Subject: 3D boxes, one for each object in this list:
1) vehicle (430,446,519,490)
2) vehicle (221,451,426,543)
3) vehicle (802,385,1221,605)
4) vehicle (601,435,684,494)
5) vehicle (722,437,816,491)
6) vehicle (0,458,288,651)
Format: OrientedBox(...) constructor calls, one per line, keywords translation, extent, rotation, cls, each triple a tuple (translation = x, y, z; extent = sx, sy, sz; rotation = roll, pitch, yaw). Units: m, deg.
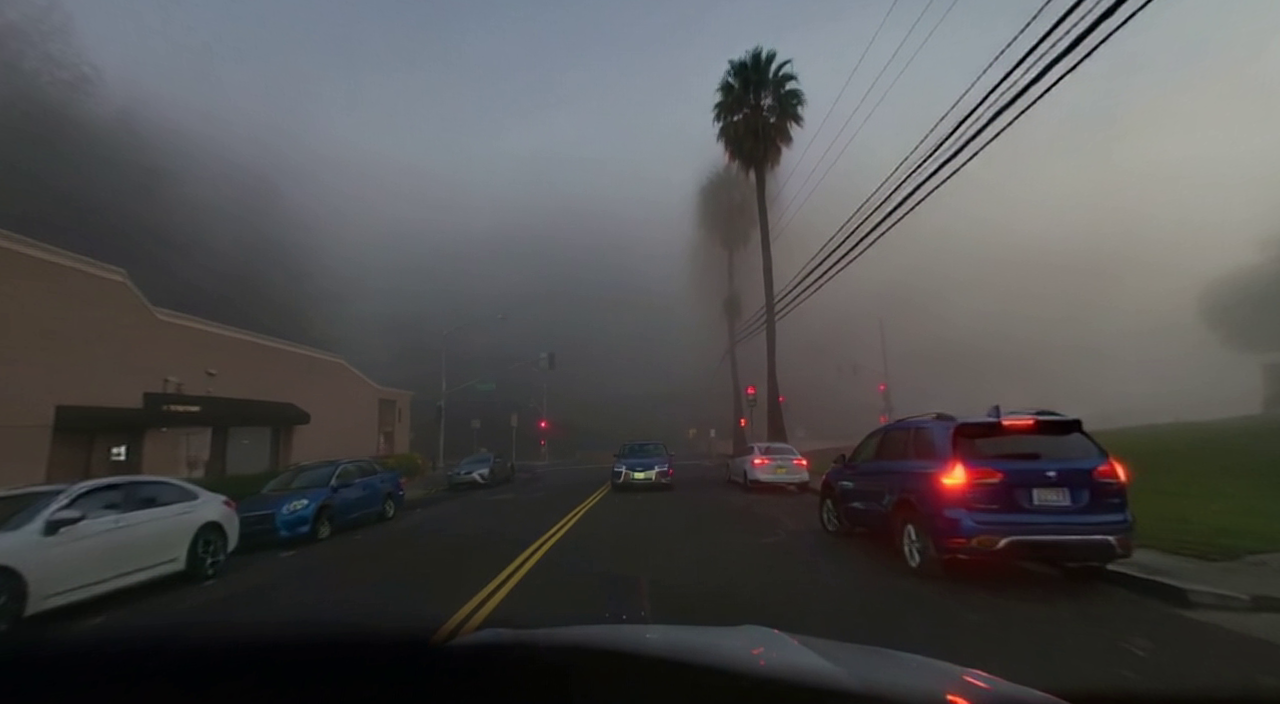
OrientedBox(translation=(-6.228, 4.410, 24.418), extent=(2.105, 1.469, 4.693), rotation=(0, -8, 1), cls="vehicle")
OrientedBox(translation=(-6.131, 2.810, 12.963), extent=(1.850, 1.482, 4.454), rotation=(0, -8, 1), cls="vehicle")
OrientedBox(translation=(3.697, 1.539, 7.815), extent=(2.099, 1.786, 5.198), rotation=(0, -8, 1), cls="vehicle")
OrientedBox(translation=(0.056, 3.100, 17.722), extent=(2.060, 1.452, 4.078), rotation=(0, -8, 0), cls="vehicle")
OrientedBox(translation=(3.680, 3.273, 18.830), extent=(1.821, 1.417, 4.454), rotation=(0, -8, -1), cls="vehicle")
OrientedBox(translation=(-6.123, 1.941, 6.774), extent=(1.874, 1.472, 4.668), rotation=(0, -8, 2), cls="vehicle")
